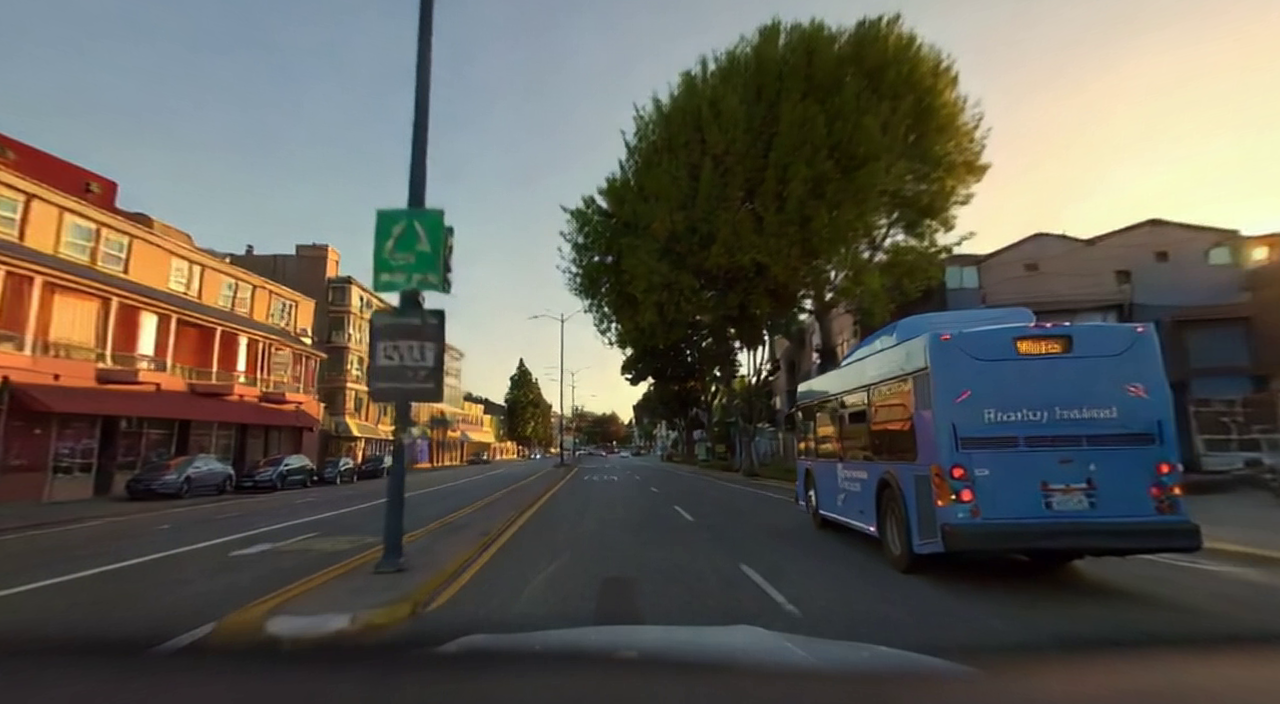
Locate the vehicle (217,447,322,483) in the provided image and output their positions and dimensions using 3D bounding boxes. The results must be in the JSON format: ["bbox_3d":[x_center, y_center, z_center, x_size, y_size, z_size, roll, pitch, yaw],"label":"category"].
[{"bbox_3d":[-19.776,6.032,33.872,4.392,1.800,1.902,0,-8,1],"label":"vehicle"}]

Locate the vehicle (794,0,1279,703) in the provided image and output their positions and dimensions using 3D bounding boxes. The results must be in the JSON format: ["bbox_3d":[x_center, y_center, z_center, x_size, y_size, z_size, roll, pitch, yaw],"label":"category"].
[{"bbox_3d":[4.187,0.251,4.244,3.194,3.345,12.428,0,-8,0],"label":"vehicle"}]

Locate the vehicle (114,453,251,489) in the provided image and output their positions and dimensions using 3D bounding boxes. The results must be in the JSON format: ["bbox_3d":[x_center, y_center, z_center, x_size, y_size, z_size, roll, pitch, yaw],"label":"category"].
[{"bbox_3d":[-20.777,5.412,28.923,4.592,1.474,1.880,3,-9,-17],"label":"vehicle"}]

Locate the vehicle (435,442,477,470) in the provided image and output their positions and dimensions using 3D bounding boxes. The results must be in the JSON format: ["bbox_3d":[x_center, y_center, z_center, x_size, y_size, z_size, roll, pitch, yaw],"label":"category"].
[{"bbox_3d":[-14.138,7.966,48.811,2.084,2.027,4.557,0,-8,-3],"label":"vehicle"}]
